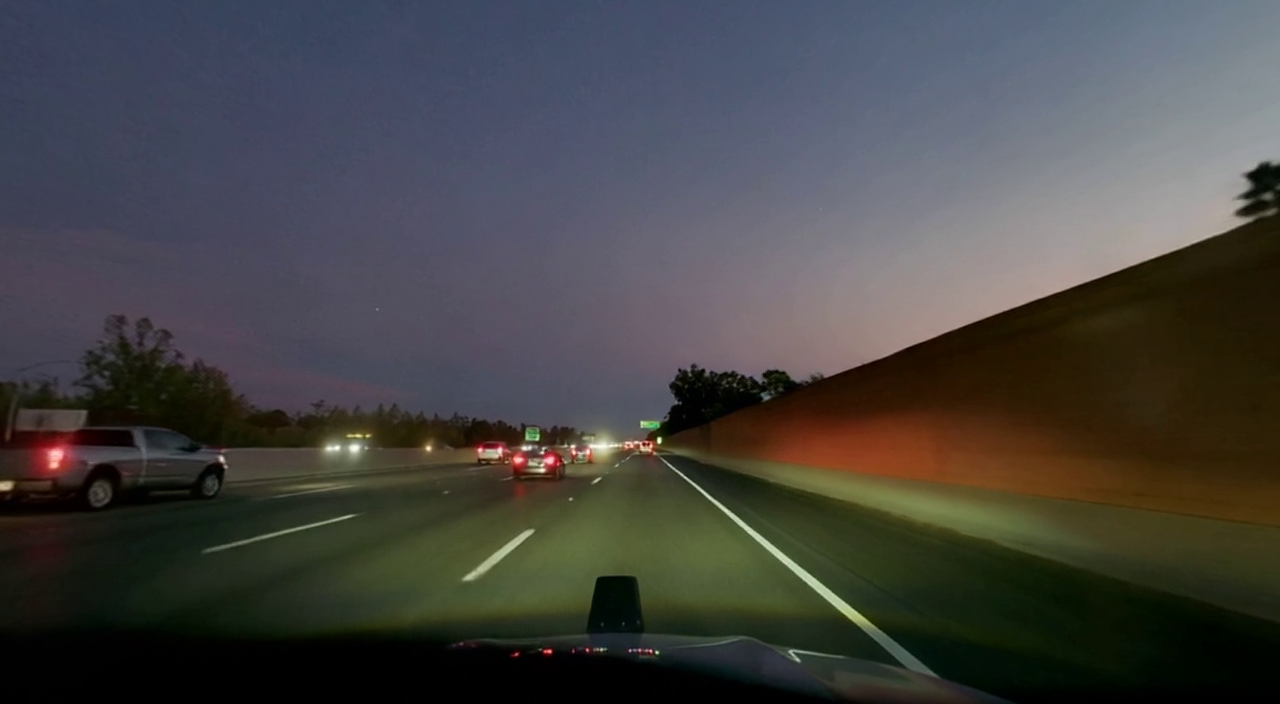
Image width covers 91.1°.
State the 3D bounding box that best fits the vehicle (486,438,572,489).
[{"bbox_3d":[-3.581,3.684,21.223,1.945,1.484,4.803,0,-8,1],"label":"vehicle"}]

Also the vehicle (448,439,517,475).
[{"bbox_3d":[-7.059,4.747,28.616,1.942,1.502,4.216,0,-8,1],"label":"vehicle"}]

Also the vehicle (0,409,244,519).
[{"bbox_3d":[-11.147,2.247,13.211,2.207,1.834,5.255,0,-8,0],"label":"vehicle"}]
